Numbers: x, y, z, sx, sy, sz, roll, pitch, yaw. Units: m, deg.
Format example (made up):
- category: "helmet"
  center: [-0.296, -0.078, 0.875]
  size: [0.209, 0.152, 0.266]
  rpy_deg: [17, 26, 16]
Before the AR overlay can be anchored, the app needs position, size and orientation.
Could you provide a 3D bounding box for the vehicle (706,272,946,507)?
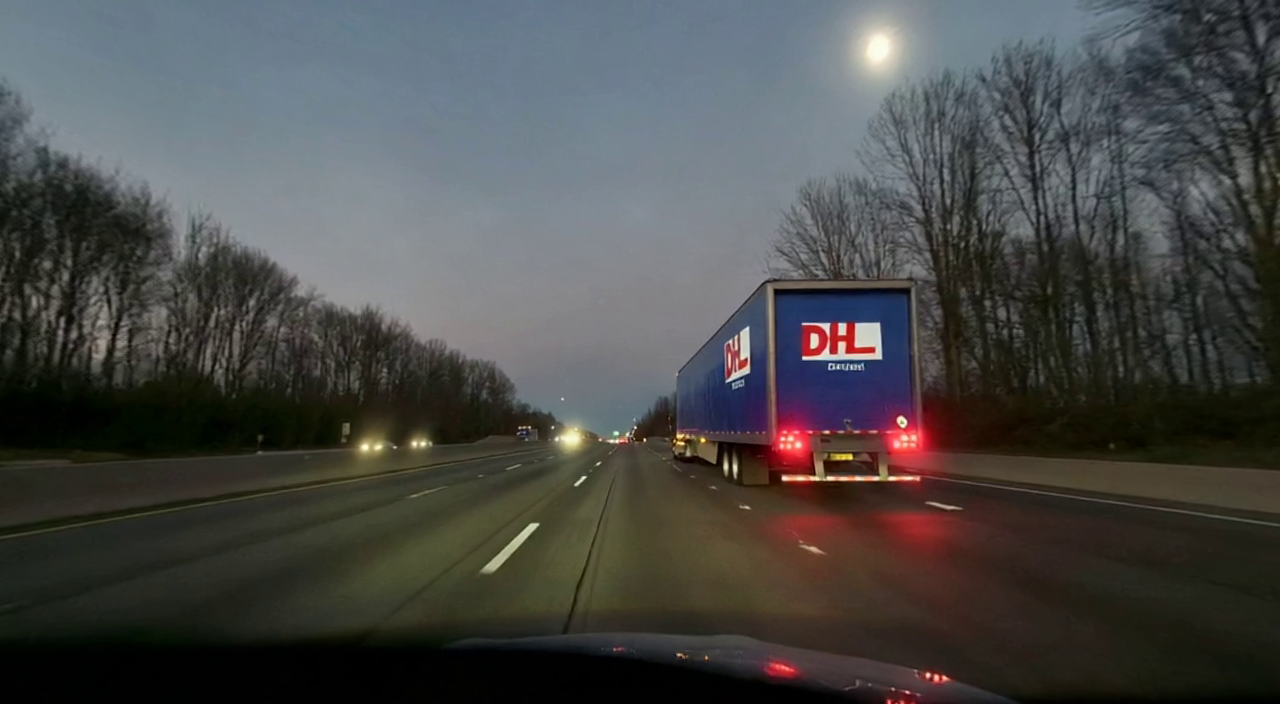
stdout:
- category: "vehicle"
  center: [3.772, 1.215, 15.730]
  size: [3.011, 4.211, 8.926]
  rpy_deg: [0, -8, -1]
